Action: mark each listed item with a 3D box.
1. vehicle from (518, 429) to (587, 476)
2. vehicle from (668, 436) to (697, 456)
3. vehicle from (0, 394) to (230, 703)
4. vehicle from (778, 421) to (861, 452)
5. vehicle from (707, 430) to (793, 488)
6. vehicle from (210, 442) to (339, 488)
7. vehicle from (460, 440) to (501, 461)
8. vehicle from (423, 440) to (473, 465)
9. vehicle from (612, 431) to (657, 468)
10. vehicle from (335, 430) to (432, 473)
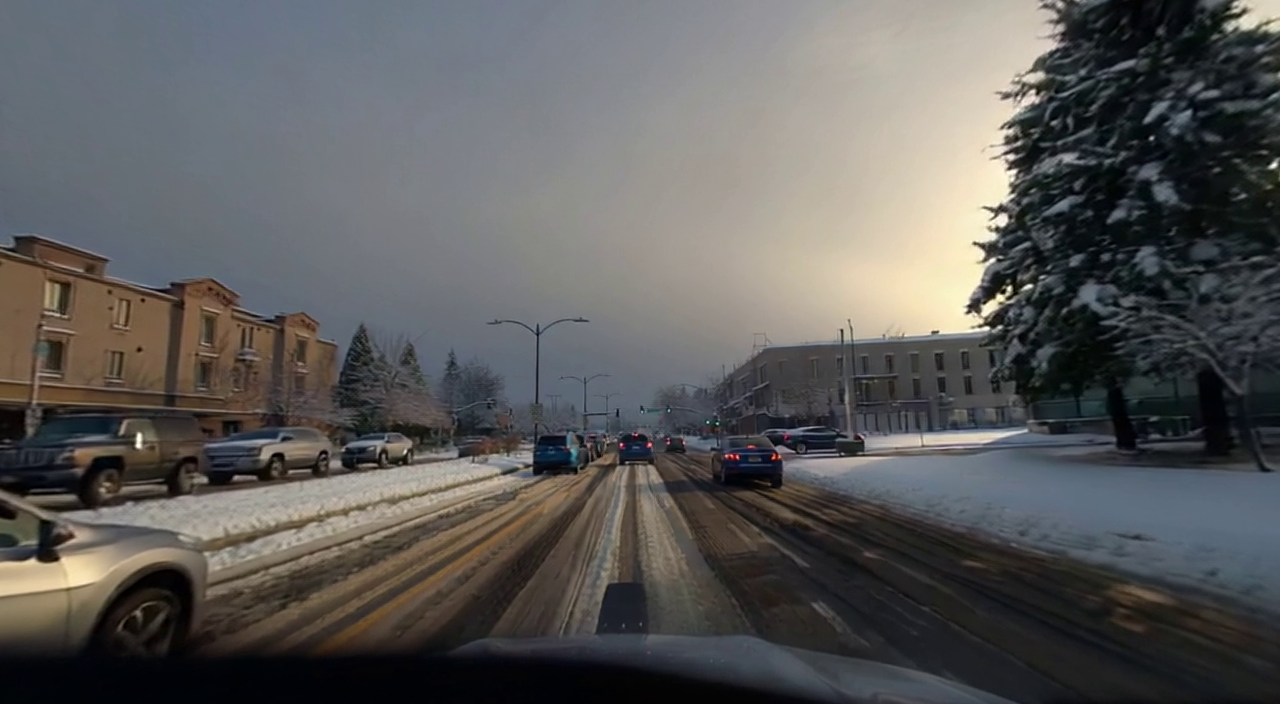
[{"bbox_3d":[-3.438,4.056,25.505,2.047,1.710,4.314,0,-8,2],"label":"vehicle"},{"bbox_3d":[3.229,7.179,48.045,1.948,1.475,4.093,0,-8,0],"label":"vehicle"},{"bbox_3d":[-3.333,0.743,1.176,2.094,1.483,4.510,0,-8,0],"label":"vehicle"},{"bbox_3d":[12.228,5.838,42.985,4.991,1.978,2.090,-8,-12,43],"label":"vehicle"},{"bbox_3d":[3.172,3.172,18.924,1.847,1.554,3.885,0,-8,0],"label":"vehicle"},{"bbox_3d":[-12.550,3.877,21.939,1.824,1.447,4.442,0,-8,0],"label":"vehicle"},{"bbox_3d":[-12.184,7.517,48.232,1.924,1.511,4.640,0,-8,0],"label":"vehicle"},{"bbox_3d":[-12.353,6.474,40.679,1.843,1.509,4.301,0,-8,1],"label":"vehicle"},{"bbox_3d":[-0.231,4.743,30.616,2.022,1.700,4.084,0,-8,1],"label":"vehicle"},{"bbox_3d":[-12.226,4.808,30.497,2.245,1.908,5.613,0,-8,1],"label":"vehicle"}]
